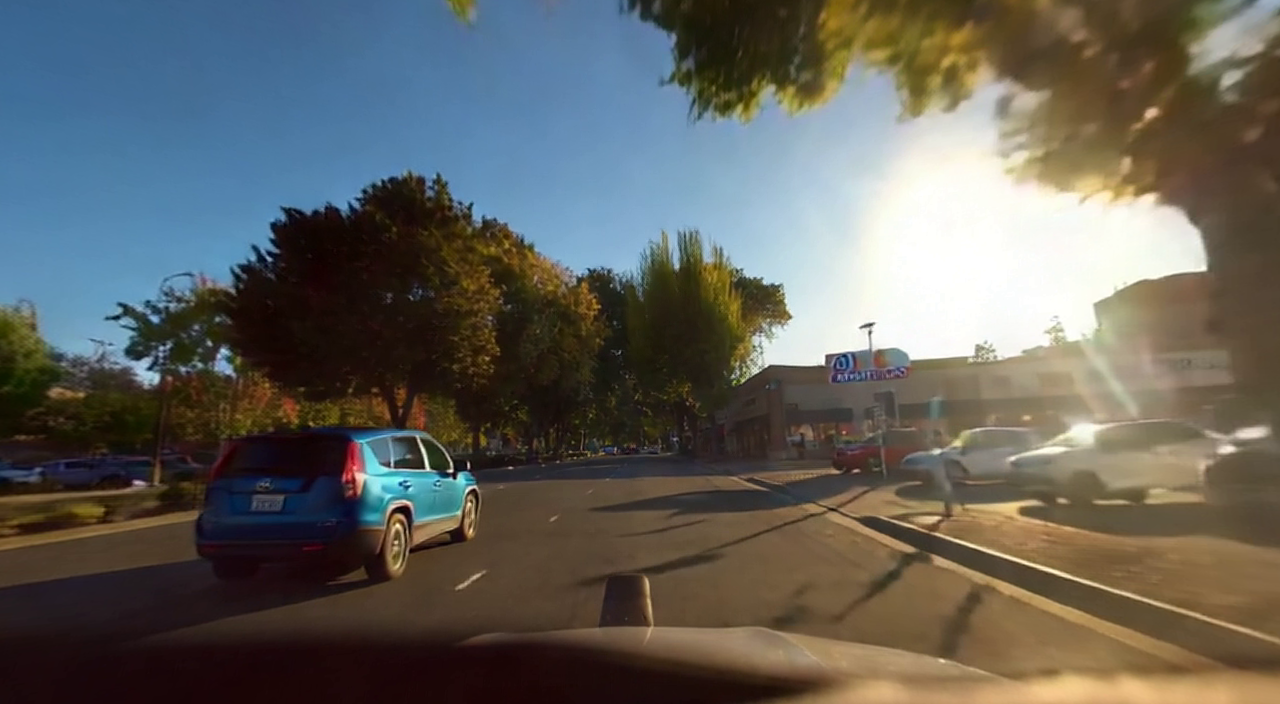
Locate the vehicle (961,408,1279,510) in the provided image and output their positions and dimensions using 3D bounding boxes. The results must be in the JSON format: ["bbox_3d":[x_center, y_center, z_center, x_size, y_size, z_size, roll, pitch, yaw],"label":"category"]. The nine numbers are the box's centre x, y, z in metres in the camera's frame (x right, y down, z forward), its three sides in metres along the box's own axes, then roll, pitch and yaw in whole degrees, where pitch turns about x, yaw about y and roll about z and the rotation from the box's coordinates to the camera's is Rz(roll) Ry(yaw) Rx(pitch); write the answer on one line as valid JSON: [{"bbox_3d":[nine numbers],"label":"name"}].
[{"bbox_3d":[9.346,2.050,12.286,4.885,1.770,2.267,0,-8,1],"label":"vehicle"}]

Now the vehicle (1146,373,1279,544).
[{"bbox_3d":[9.358,1.255,7.508,4.747,1.861,2.505,2,-9,-10],"label":"vehicle"}]

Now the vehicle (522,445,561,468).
[{"bbox_3d":[-6.914,7.374,44.654,1.990,1.483,4.410,0,-8,1],"label":"vehicle"}]

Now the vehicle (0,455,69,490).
[{"bbox_3d":[-35.384,6.709,35.167,4.807,1.798,2.191,0,-8,1],"label":"vehicle"}]

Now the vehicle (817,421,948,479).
[{"bbox_3d":[9.114,3.643,23.560,4.985,1.918,2.248,7,-11,-38],"label":"vehicle"}]

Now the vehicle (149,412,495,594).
[{"bbox_3d":[-3.406,1.688,7.922,2.127,1.654,4.121,0,-8,1],"label":"vehicle"}]
